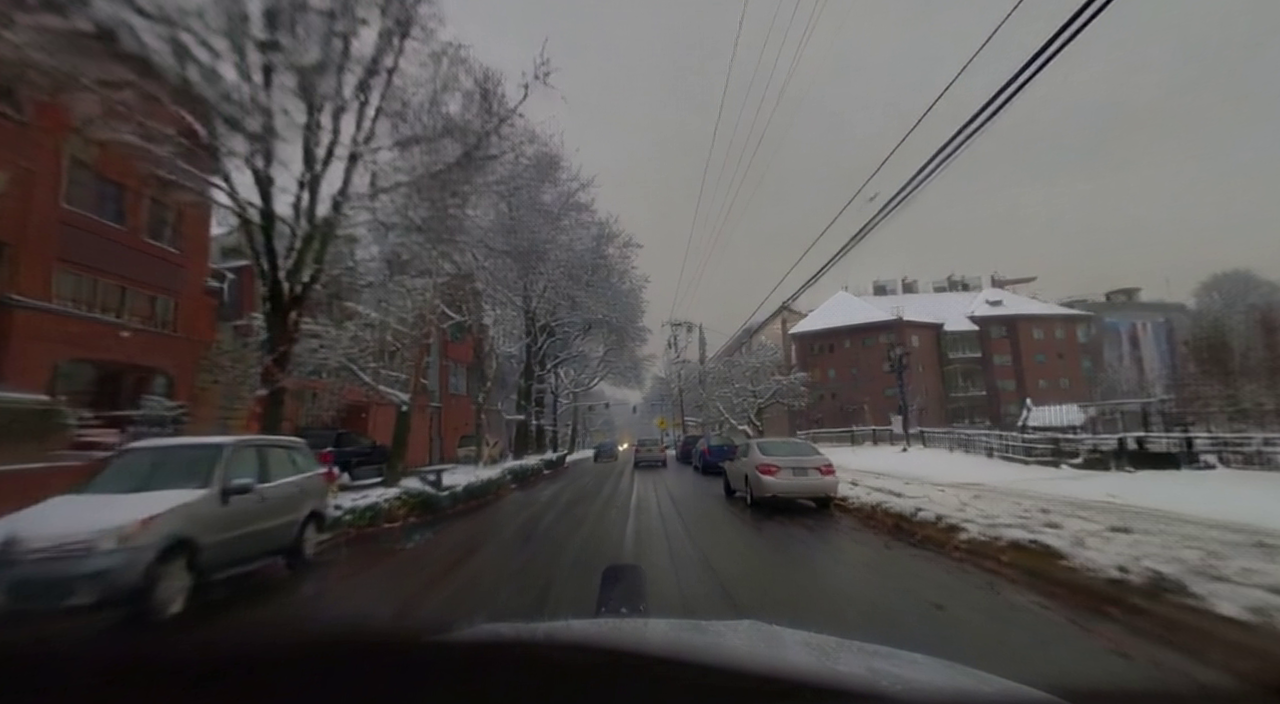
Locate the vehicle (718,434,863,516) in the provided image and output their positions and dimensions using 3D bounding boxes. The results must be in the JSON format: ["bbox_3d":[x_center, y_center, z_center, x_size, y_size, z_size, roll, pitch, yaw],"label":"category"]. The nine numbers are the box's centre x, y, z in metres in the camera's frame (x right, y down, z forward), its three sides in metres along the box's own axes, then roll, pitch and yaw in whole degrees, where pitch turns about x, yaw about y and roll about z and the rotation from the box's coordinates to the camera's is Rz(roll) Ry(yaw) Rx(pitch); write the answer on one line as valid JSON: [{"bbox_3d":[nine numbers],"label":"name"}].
[{"bbox_3d":[3.054,2.596,13.855,2.086,1.498,4.280,0,-8,-1],"label":"vehicle"}]

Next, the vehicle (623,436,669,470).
[{"bbox_3d":[0.278,4.851,30.404,2.095,1.510,3.605,0,-8,0],"label":"vehicle"}]

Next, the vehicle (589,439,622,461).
[{"bbox_3d":[-2.345,6.782,43.815,1.955,1.463,4.323,0,-8,1],"label":"vehicle"}]

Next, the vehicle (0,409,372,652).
[{"bbox_3d":[-4.452,1.440,6.338,1.911,1.573,3.637,1,-4,0],"label":"vehicle"}]

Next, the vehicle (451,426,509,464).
[{"bbox_3d":[-8.375,4.859,33.388,2.010,1.747,4.266,-1,-5,-1],"label":"vehicle"}]
